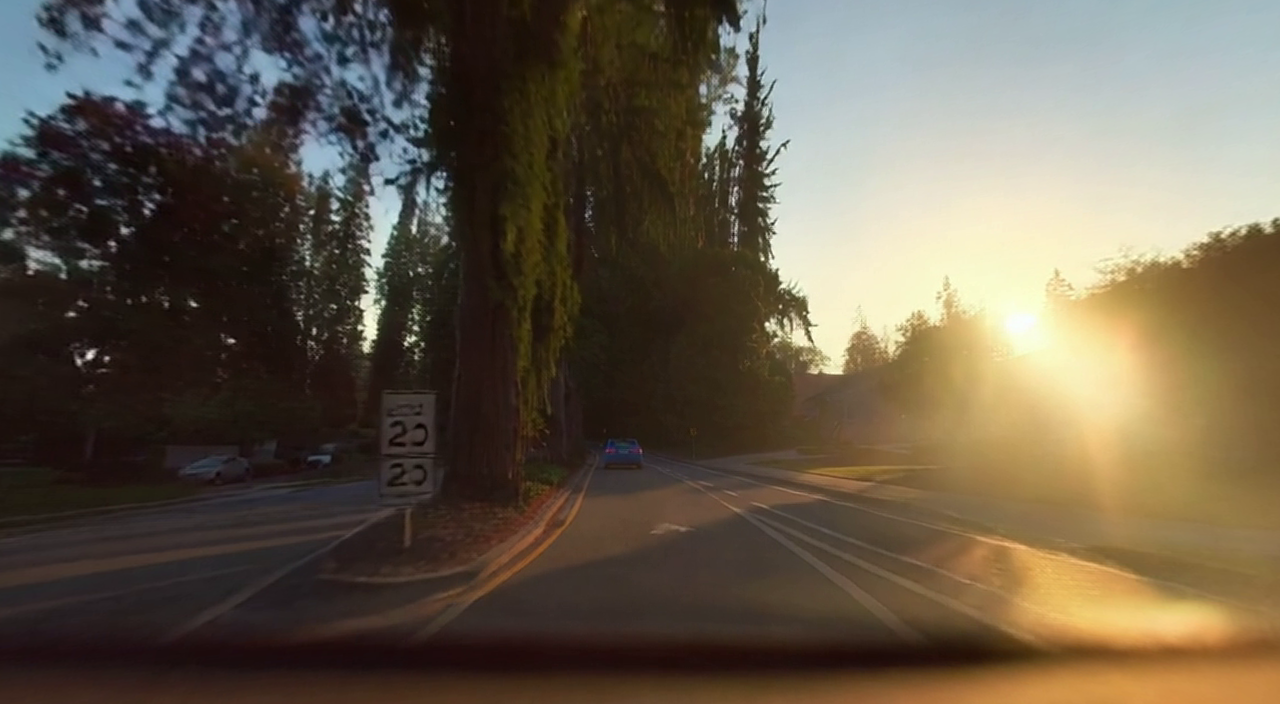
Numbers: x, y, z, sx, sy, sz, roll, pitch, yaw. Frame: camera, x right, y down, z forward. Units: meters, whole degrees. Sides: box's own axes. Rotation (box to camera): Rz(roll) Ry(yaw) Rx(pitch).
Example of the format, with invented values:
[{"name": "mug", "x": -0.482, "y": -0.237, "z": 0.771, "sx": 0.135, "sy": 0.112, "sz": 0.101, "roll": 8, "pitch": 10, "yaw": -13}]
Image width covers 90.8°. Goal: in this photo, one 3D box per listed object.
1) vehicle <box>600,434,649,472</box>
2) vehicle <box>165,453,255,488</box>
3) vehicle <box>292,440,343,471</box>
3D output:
[{"name": "vehicle", "x": -0.829, "y": 4.971, "z": 31.168, "sx": 2.216, "sy": 1.708, "sz": 4.110, "roll": 1, "pitch": -9, "yaw": -4}, {"name": "vehicle", "x": -20.897, "y": 5.743, "z": 30.951, "sx": 1.792, "sy": 1.471, "sz": 4.511, "roll": 2, "pitch": -9, "yaw": -8}, {"name": "vehicle", "x": -23.718, "y": 7.616, "z": 46.709, "sx": 2.076, "sy": 2.085, "sz": 5.241, "roll": 4, "pitch": -9, "yaw": -13}]
